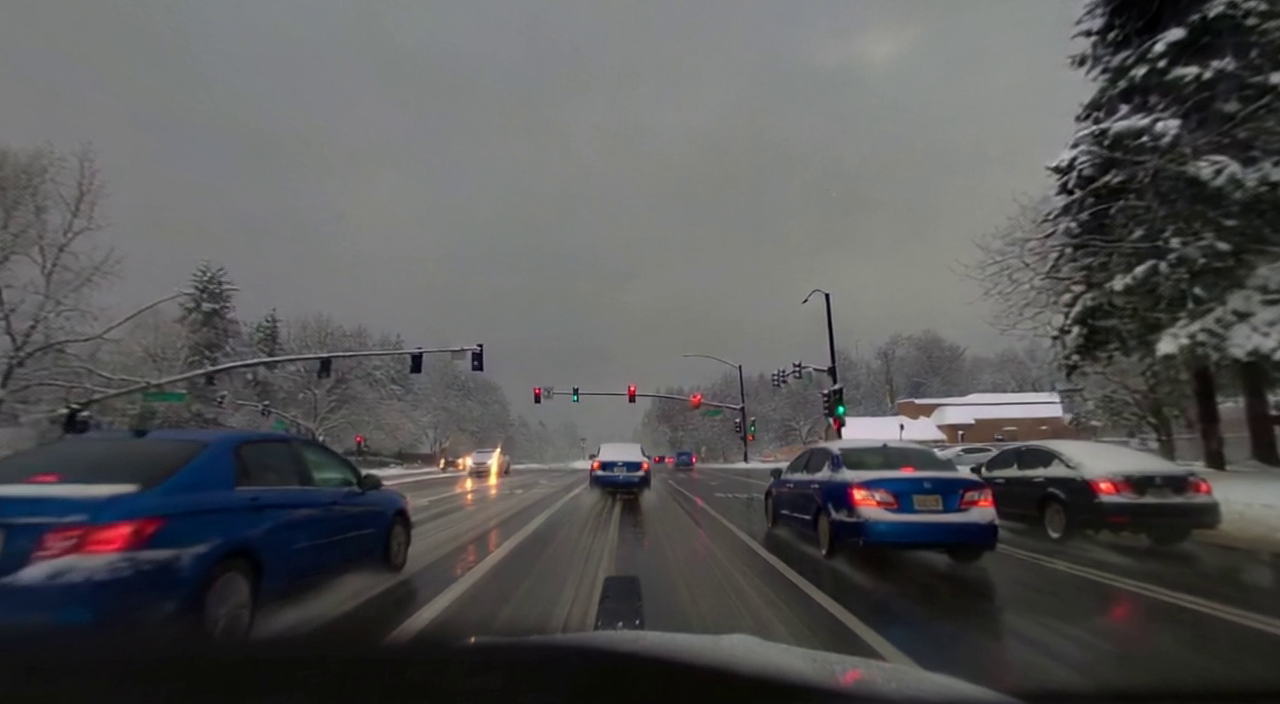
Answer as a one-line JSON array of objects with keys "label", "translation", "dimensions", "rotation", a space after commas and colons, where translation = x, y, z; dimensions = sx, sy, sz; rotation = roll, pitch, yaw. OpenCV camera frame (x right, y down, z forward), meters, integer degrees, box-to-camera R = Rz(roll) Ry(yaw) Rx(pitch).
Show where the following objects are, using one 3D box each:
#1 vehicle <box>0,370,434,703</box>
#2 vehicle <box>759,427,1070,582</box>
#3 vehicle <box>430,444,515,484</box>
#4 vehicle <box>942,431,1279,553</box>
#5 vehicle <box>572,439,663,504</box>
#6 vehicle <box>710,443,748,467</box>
[{"label": "vehicle", "translation": [-3.286, 1.177, 4.597], "dimensions": [2.073, 1.606, 4.364], "rotation": [0, -8, 0]}, {"label": "vehicle", "translation": [3.121, 1.808, 8.479], "dimensions": [2.053, 1.490, 4.464], "rotation": [0, -8, -2]}, {"label": "vehicle", "translation": [-6.800, 4.586, 26.322], "dimensions": [2.032, 1.448, 5.500], "rotation": [0, -8, 0]}, {"label": "vehicle", "translation": [6.875, 2.011, 9.925], "dimensions": [2.004, 1.455, 4.417], "rotation": [0, -8, -1]}, {"label": "vehicle", "translation": [-0.536, 3.016, 16.495], "dimensions": [2.065, 1.464, 4.216], "rotation": [0, -8, 0]}, {"label": "vehicle", "translation": [6.762, 7.898, 48.723], "dimensions": [2.113, 1.789, 4.622], "rotation": [0, -8, -2]}]
